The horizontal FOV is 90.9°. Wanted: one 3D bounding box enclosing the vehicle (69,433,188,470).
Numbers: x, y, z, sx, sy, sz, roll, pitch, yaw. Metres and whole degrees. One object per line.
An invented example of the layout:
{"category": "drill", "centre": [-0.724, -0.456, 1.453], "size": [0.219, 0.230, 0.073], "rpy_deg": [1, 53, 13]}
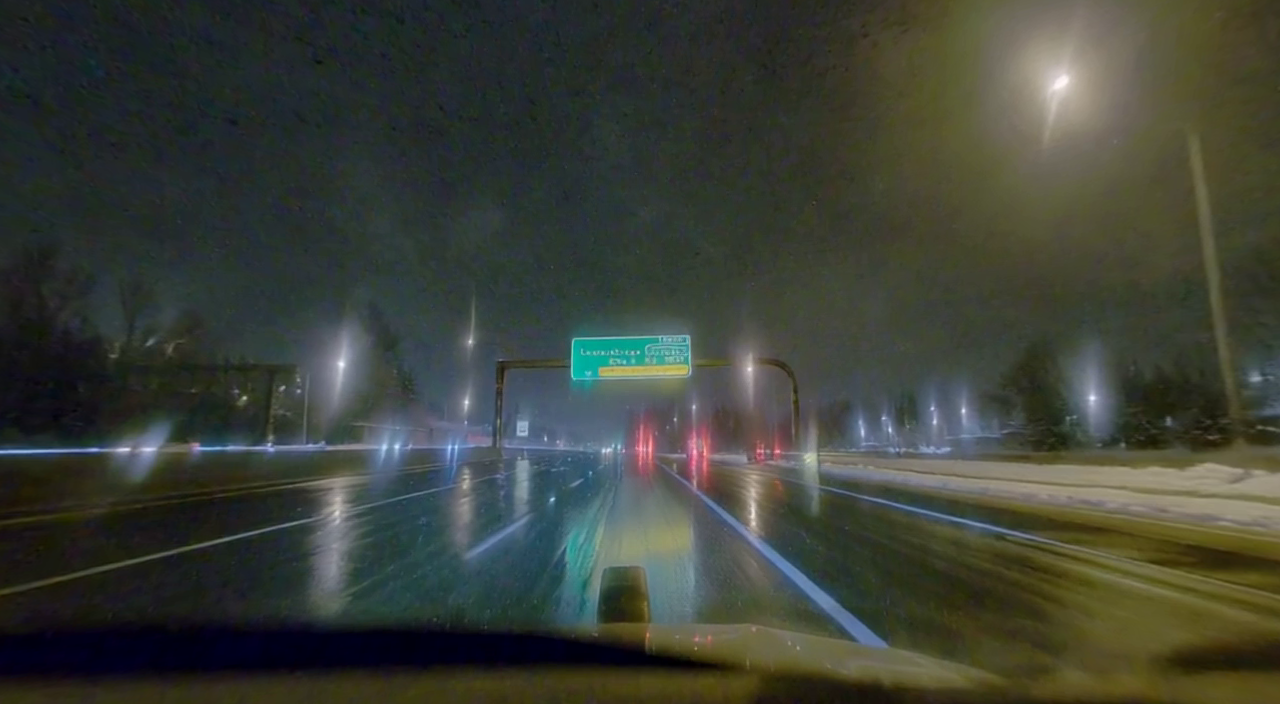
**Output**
{"category": "vehicle", "centre": [-25.509, 4.996, 31.704], "size": [2.145, 1.695, 4.572], "rpy_deg": [0, -8, -1]}

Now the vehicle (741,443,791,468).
{"category": "vehicle", "centre": [7.971, 6.590, 40.335], "size": [2.031, 1.524, 4.657], "rpy_deg": [0, -8, -3]}
